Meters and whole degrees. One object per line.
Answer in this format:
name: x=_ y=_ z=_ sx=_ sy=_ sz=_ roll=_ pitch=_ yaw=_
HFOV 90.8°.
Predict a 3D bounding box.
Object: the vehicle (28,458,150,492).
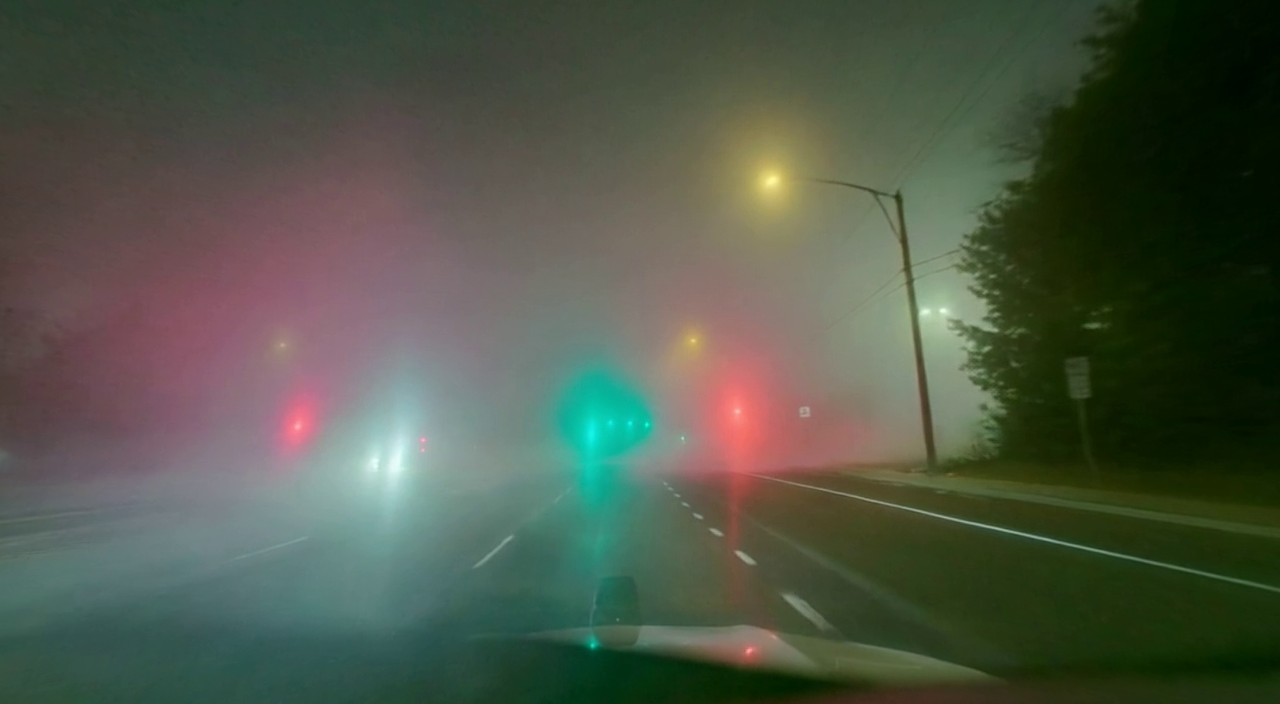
vehicle: x=-29.160 y=6.488 z=33.681 sx=2.089 sy=1.556 sz=4.961 roll=0 pitch=-9 yaw=-1
